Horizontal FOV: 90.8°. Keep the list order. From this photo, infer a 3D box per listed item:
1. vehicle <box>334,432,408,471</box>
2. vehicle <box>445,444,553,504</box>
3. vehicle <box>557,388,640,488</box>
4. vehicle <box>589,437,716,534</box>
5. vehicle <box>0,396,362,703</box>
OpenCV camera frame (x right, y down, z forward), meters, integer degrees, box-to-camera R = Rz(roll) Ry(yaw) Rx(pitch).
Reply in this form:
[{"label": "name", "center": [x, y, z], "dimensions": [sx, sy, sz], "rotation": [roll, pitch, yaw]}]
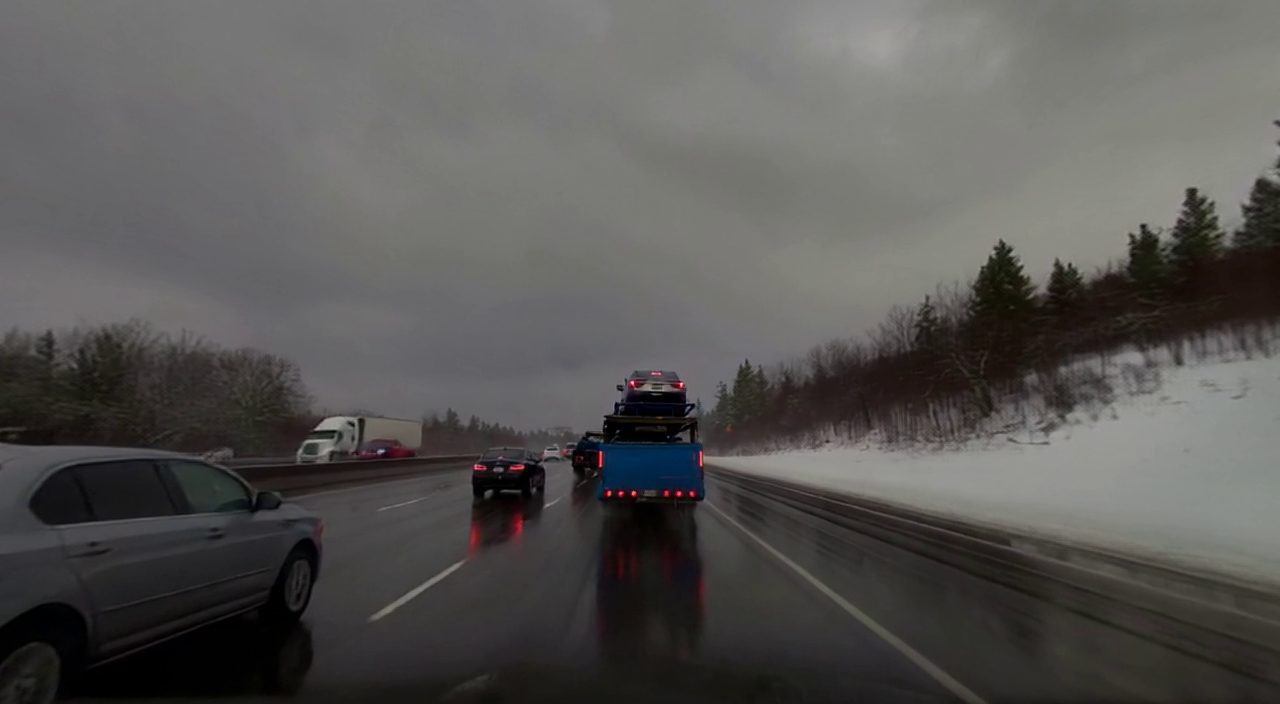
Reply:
[{"label": "vehicle", "center": [-18.950, 7.072, 44.926], "dimensions": [2.360, 2.581, 6.256], "rotation": [0, -9, 1]}, {"label": "vehicle", "center": [-3.788, 3.365, 17.867], "dimensions": [1.947, 1.470, 4.526], "rotation": [0, -9, 1]}, {"label": "vehicle", "center": [-2.623, 4.507, 32.257], "dimensions": [3.019, 3.757, 16.692], "rotation": [1, -9, -8]}, {"label": "vehicle", "center": [0.172, 2.370, 11.685], "dimensions": [1.991, 1.507, 3.391], "rotation": [0, -9, -1]}, {"label": "vehicle", "center": [-3.354, 1.069, 3.227], "dimensions": [2.149, 1.497, 3.753], "rotation": [0, -9, 0]}]
